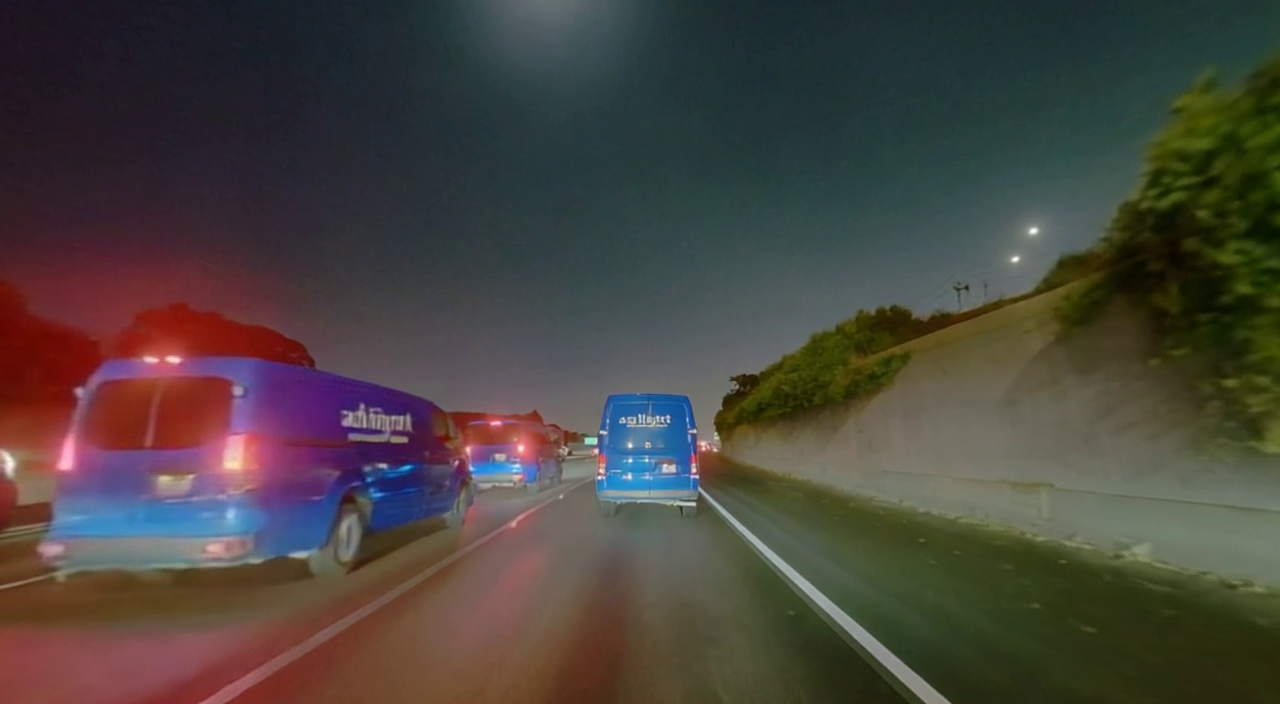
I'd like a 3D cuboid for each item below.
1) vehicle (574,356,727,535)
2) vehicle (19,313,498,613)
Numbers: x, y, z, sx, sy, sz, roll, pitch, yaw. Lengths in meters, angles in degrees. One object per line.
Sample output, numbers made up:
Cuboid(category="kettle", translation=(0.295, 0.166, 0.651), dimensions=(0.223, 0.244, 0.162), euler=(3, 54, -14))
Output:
Cuboid(category="vehicle", translation=(0.147, 1.884, 12.911), dimensions=(2.316, 2.738, 6.398), euler=(0, -9, 0))
Cuboid(category="vehicle", translation=(-3.703, 1.280, 7.941), dimensions=(2.729, 2.439, 5.418), euler=(0, -8, -2))
